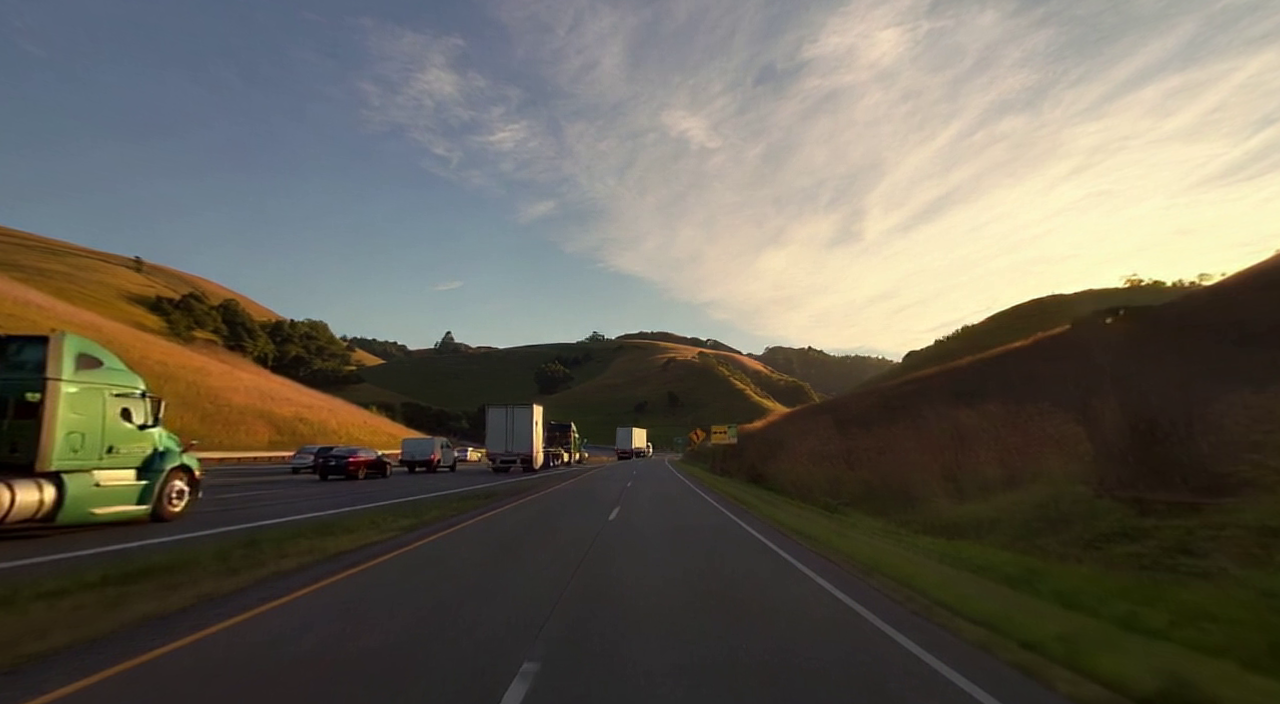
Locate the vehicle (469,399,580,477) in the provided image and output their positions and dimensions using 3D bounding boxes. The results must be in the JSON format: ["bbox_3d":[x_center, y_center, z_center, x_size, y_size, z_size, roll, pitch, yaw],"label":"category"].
[{"bbox_3d":[-6.807,5.673,40.548,2.848,4.067,14.314,-1,-9,7],"label":"vehicle"}]

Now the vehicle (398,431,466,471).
[{"bbox_3d":[-14.520,6.964,44.456,2.264,2.596,5.494,-1,-9,8],"label":"vehicle"}]

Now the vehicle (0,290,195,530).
[{"bbox_3d":[-11.500,1.041,10.741,2.960,3.757,5.799,-1,-9,7],"label":"vehicle"}]

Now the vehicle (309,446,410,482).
[{"bbox_3d":[-12.794,5.116,29.134,1.925,1.493,4.864,-1,-9,8],"label":"vehicle"}]
